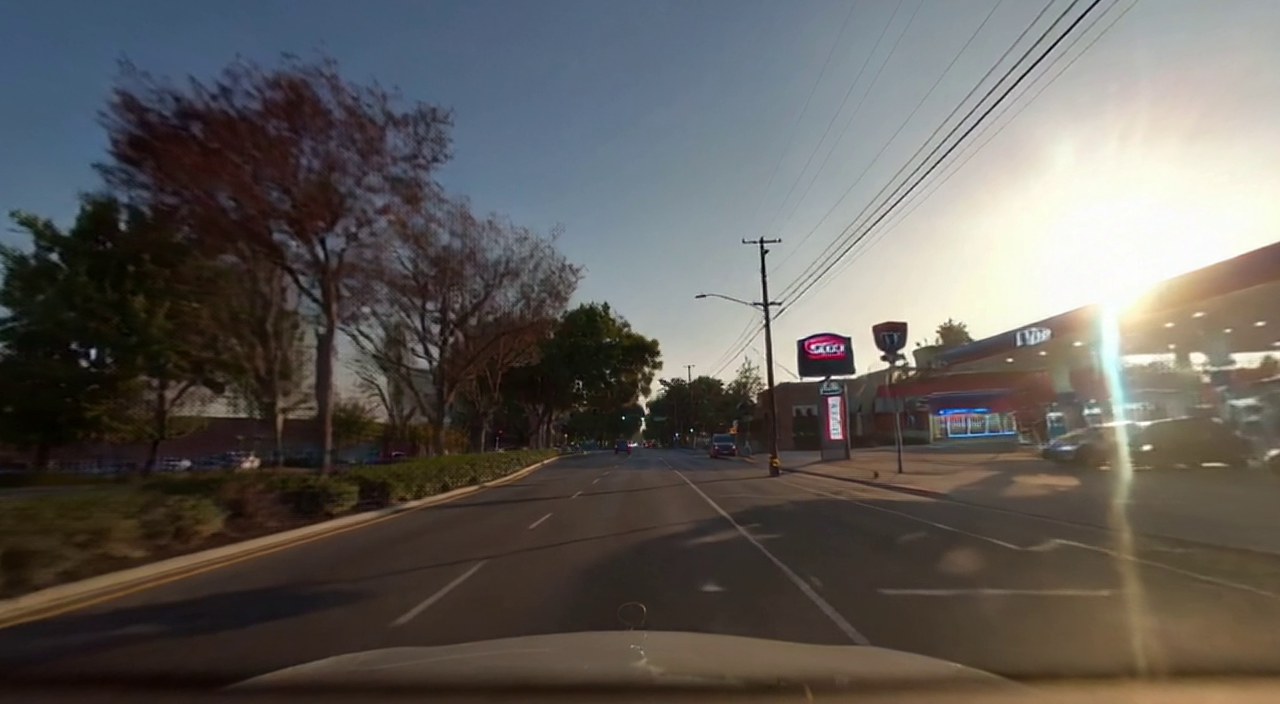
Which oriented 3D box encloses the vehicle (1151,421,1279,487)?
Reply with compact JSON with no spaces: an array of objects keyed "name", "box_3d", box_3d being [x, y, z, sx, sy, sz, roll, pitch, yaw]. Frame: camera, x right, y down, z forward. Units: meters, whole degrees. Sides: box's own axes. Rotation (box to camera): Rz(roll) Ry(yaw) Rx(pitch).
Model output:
[{"name":"vehicle","box_3d":[15.830,2.595,16.237,4.167,1.528,1.874,2,-9,-15]}]
